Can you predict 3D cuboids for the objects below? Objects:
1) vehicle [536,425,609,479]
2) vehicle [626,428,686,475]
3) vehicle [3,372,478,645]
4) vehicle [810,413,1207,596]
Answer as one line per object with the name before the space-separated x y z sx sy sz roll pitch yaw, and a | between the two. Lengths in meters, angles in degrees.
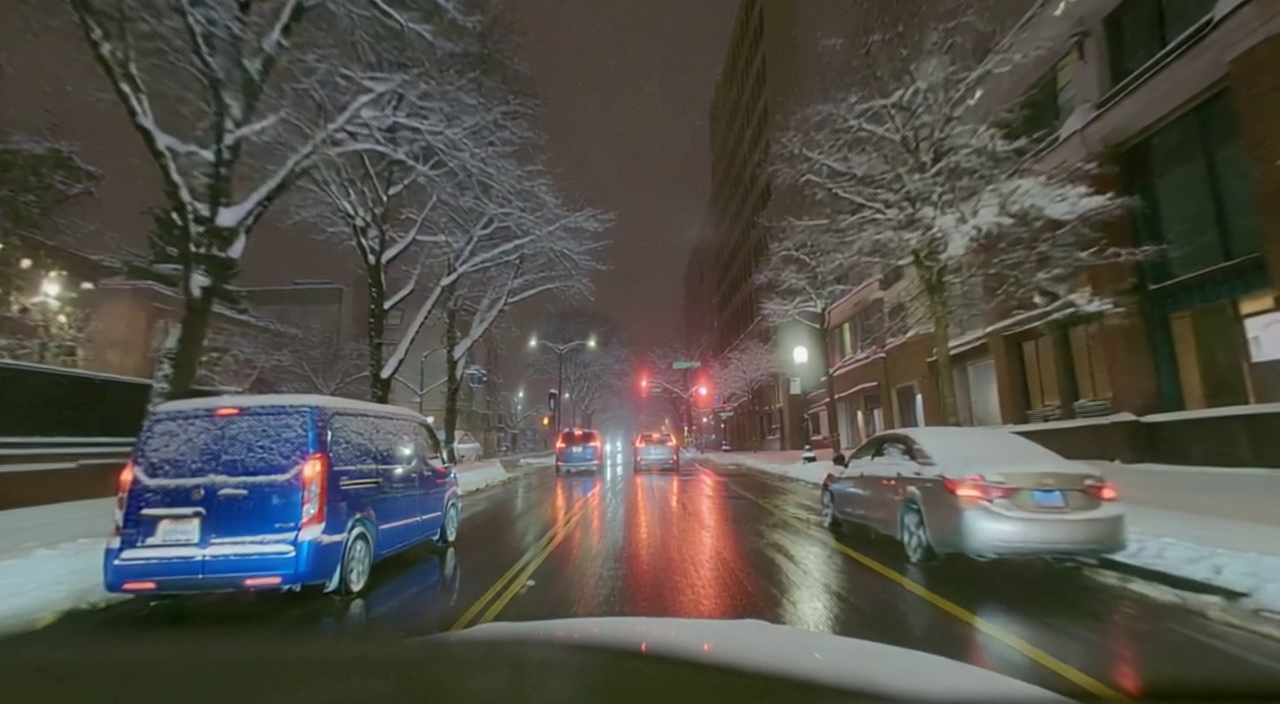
vehicle | -2.386 3.712 23.661 2.124 1.799 4.587 -1 -8 2
vehicle | 0.646 3.995 25.502 2.205 1.727 3.917 -1 -8 2
vehicle | -3.046 1.259 5.992 1.940 1.722 3.823 -1 -8 1
vehicle | 3.611 1.558 7.419 2.067 1.479 4.409 -1 -8 1
